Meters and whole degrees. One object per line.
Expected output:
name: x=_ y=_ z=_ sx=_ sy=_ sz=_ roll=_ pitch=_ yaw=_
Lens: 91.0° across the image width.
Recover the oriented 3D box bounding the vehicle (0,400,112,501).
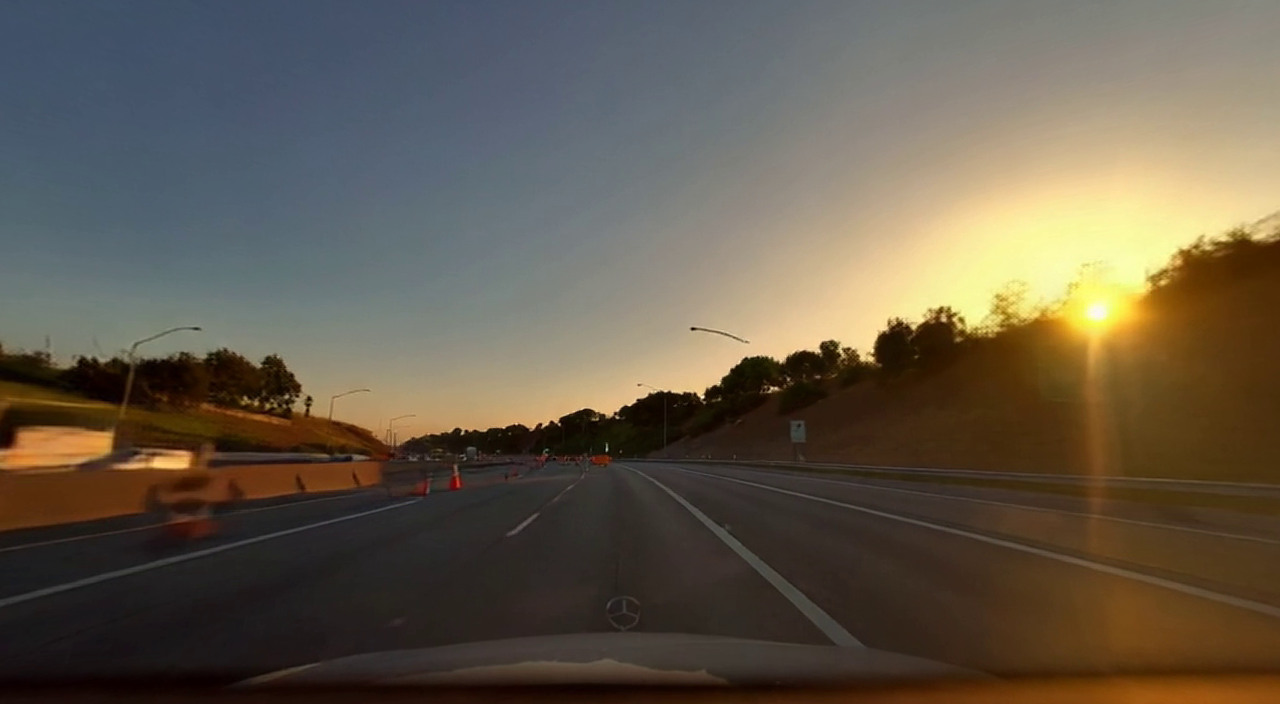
vehicle: x=-17.261 y=2.314 z=15.051 sx=2.750 sy=2.474 sz=7.300 roll=1 pitch=-11 yaw=1
